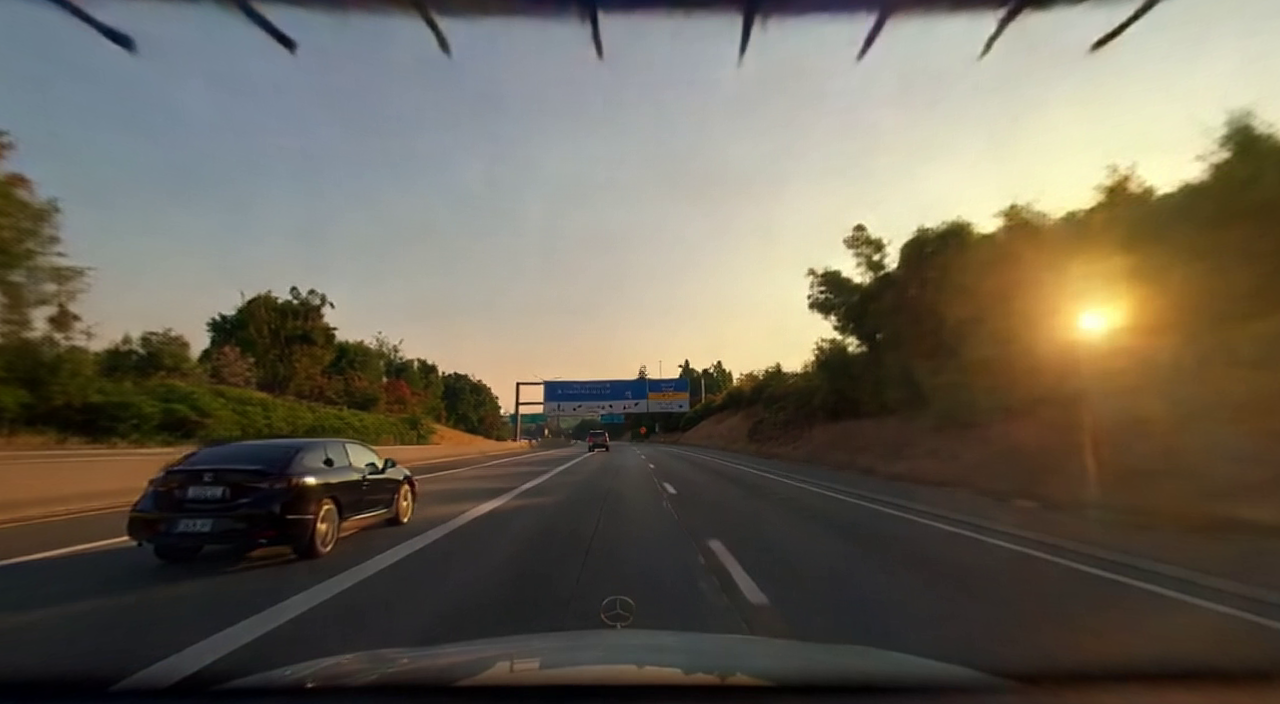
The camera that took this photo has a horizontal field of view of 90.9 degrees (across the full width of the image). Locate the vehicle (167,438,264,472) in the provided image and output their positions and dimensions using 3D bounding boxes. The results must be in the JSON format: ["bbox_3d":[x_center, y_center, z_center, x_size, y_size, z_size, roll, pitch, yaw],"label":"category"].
[{"bbox_3d":[-20.170,4.876,30.185,1.779,1.493,4.198,0,-8,-1],"label":"vehicle"}]

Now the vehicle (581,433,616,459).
[{"bbox_3d":[-2.455,5.604,37.808,2.000,1.491,3.913,0,-8,-3],"label":"vehicle"}]
